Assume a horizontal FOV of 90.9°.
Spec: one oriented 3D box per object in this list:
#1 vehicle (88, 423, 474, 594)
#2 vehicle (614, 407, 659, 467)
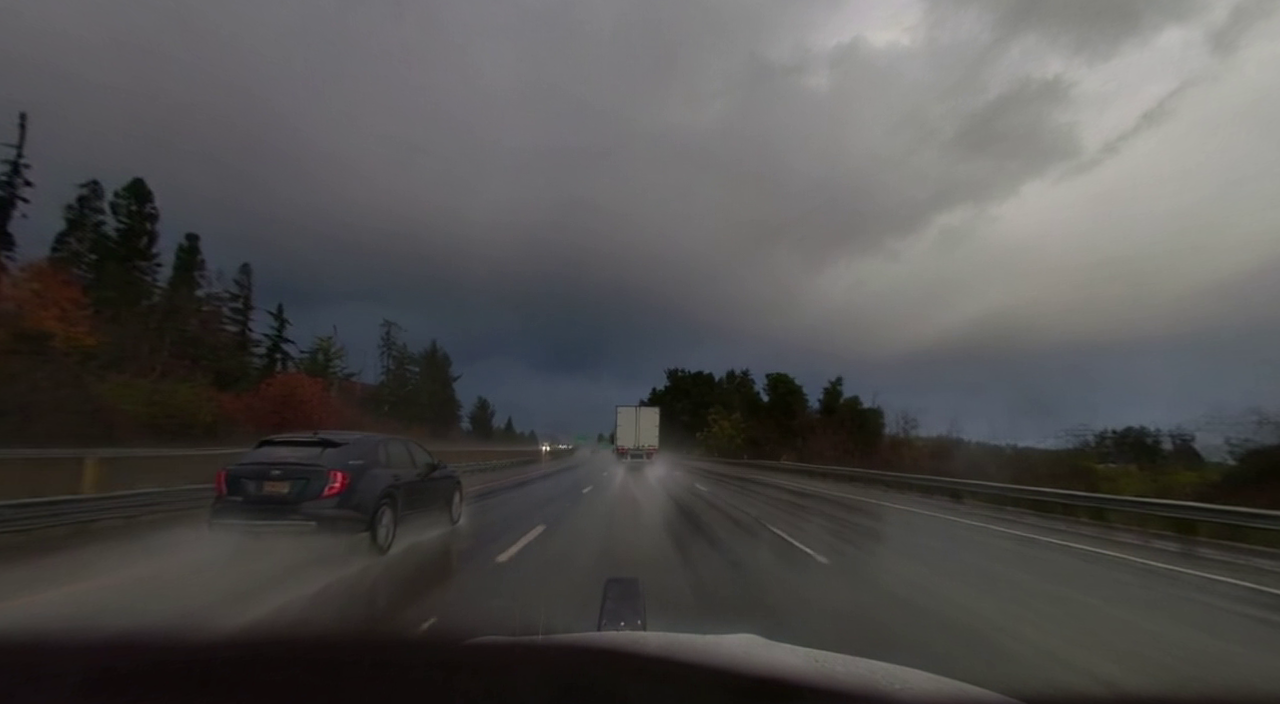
[{"bbox_3d":[-3.799,1.752,8.001,2.080,1.488,4.781,0,-9,0],"label":"vehicle"},{"bbox_3d":[-0.456,6.498,47.299,2.962,3.953,10.696,0,-9,-3],"label":"vehicle"}]
